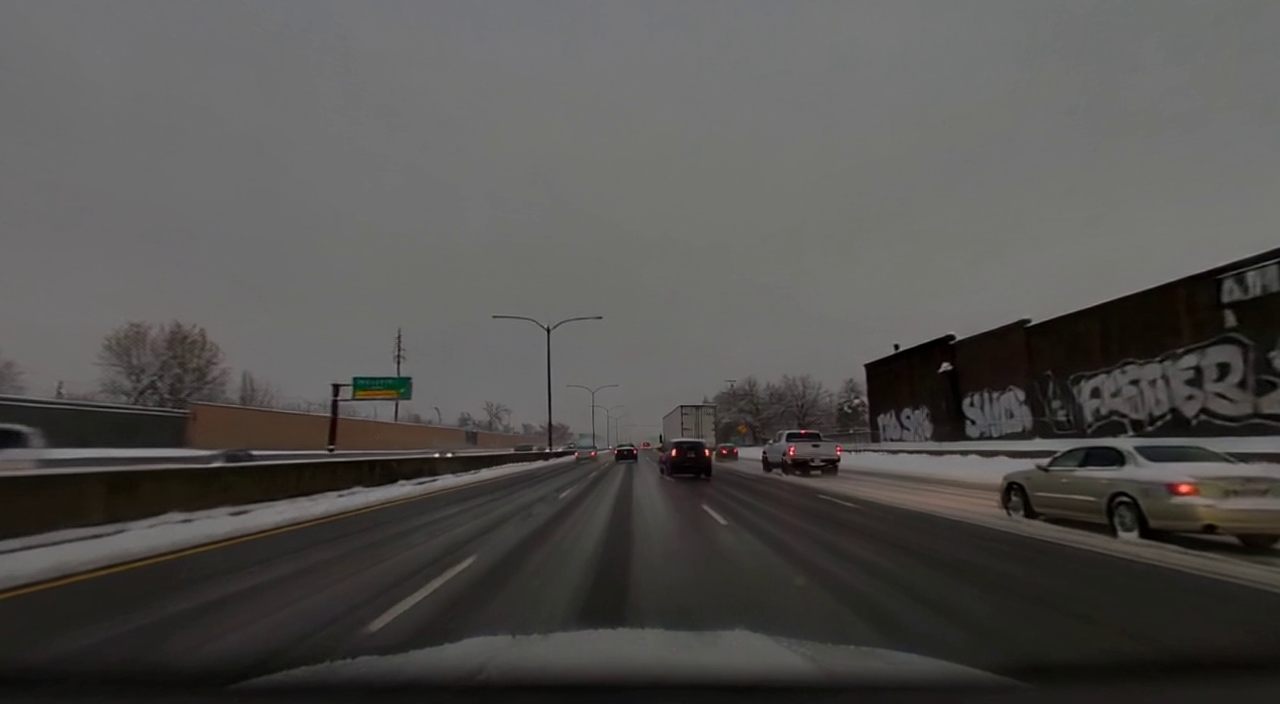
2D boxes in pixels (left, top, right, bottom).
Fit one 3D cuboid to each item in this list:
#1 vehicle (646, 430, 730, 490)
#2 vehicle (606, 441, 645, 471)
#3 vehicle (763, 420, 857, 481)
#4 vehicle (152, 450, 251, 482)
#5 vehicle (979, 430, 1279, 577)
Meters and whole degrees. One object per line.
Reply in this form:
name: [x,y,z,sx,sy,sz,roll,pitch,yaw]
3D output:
vehicle: [1.524,3.769,22.298,2.249,1.843,5.176,0,-9,-4]
vehicle: [-0.811,5.958,36.320,2.073,1.640,3.990,0,-9,-1]
vehicle: [7.266,4.338,27.838,2.322,2.360,6.433,0,-9,0]
vehicle: [-20.628,5.343,29.947,1.851,1.389,4.016,0,-9,0]
vehicle: [7.040,1.905,8.823,1.915,1.476,4.677,0,-9,-1]
